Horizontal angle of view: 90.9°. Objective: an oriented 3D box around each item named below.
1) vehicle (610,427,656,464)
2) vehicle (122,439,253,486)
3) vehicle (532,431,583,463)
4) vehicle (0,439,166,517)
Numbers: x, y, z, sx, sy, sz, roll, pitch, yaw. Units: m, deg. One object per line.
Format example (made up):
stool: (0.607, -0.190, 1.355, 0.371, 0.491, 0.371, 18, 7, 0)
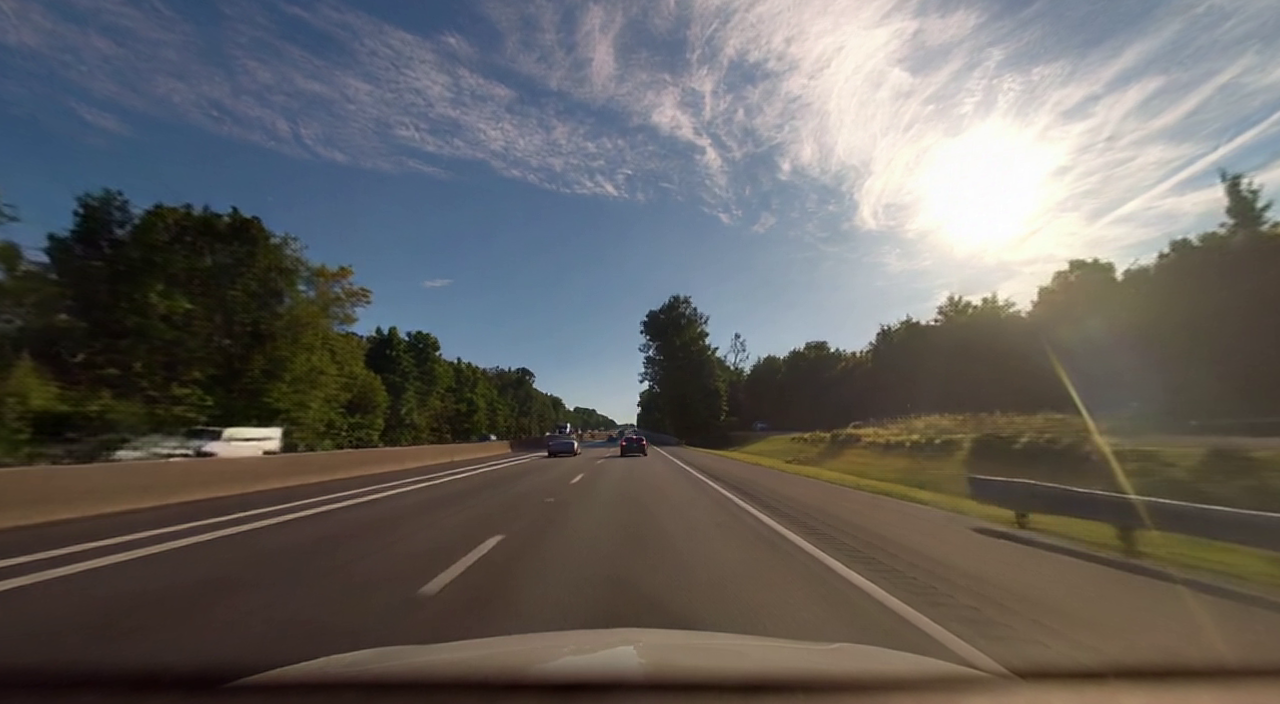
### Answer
vehicle: (-0.332, 4.561, 30.878, 2.134, 1.654, 4.174, 0, -8, 0)
vehicle: (-13.116, 3.179, 18.468, 1.647, 1.235, 2.839, 0, -8, 2)
vehicle: (-4.151, 4.854, 32.434, 2.030, 1.491, 4.046, 0, -8, 1)
vehicle: (-13.046, 2.655, 13.890, 1.888, 1.432, 4.235, 0, -8, -1)
